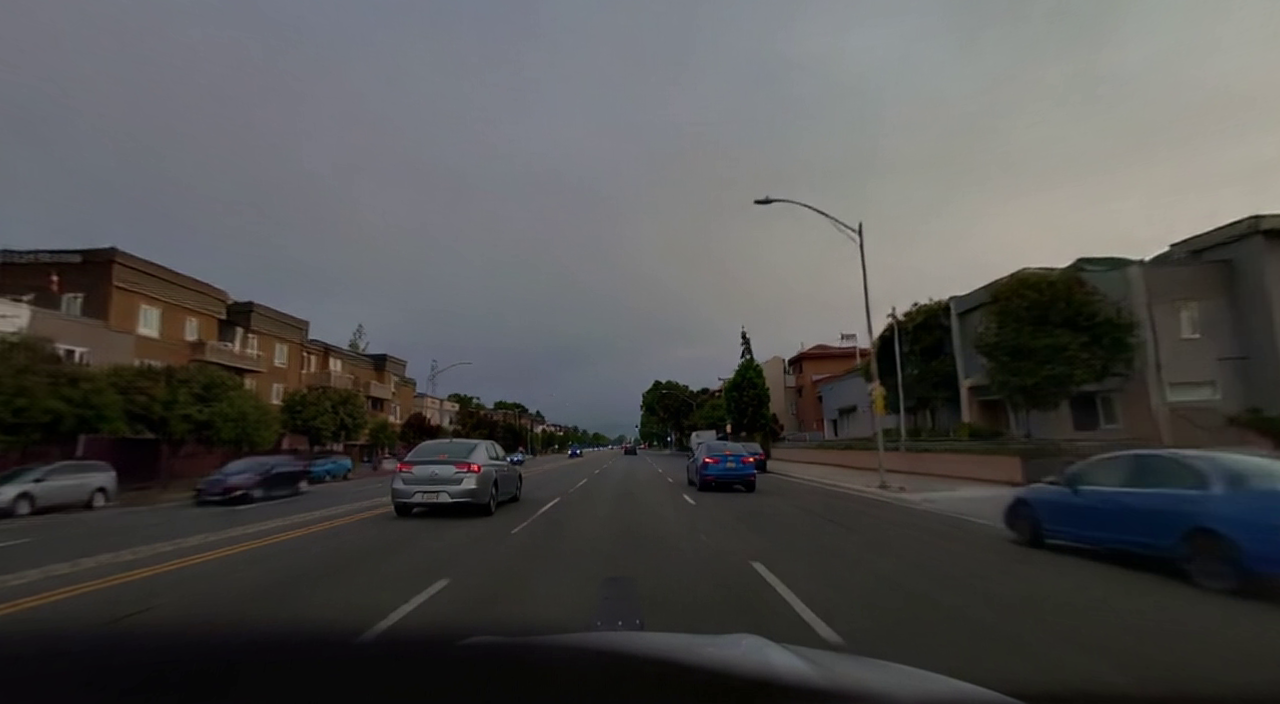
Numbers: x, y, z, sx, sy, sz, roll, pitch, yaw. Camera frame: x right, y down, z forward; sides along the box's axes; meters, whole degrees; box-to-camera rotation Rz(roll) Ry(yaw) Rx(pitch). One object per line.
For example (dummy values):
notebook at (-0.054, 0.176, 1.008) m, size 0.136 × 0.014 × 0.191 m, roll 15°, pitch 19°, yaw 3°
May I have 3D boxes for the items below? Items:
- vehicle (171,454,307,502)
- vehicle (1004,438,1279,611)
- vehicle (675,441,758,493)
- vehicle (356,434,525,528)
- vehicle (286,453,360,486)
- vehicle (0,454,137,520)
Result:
vehicle at (-14.459, 4.519, 23.187) m, size 1.931 × 1.501 × 4.722 m, roll 0°, pitch -9°, yaw 0°
vehicle at (6.266, 1.648, 6.643) m, size 1.881 × 1.439 × 4.725 m, roll 0°, pitch -9°, yaw -3°
vehicle at (2.295, 3.609, 20.214) m, size 1.978 × 1.471 × 4.426 m, roll 0°, pitch -9°, yaw -2°
vehicle at (-3.700, 2.461, 12.614) m, size 2.062 × 1.527 × 4.044 m, roll 0°, pitch -9°, yaw 0°
vehicle at (-18.335, 6.776, 36.824) m, size 2.003 × 1.699 × 4.524 m, roll -2°, pitch -9°, yaw 0°
vehicle at (-18.178, 4.048, 19.330) m, size 1.953 × 1.748 × 4.440 m, roll -2°, pitch -9°, yaw -1°
